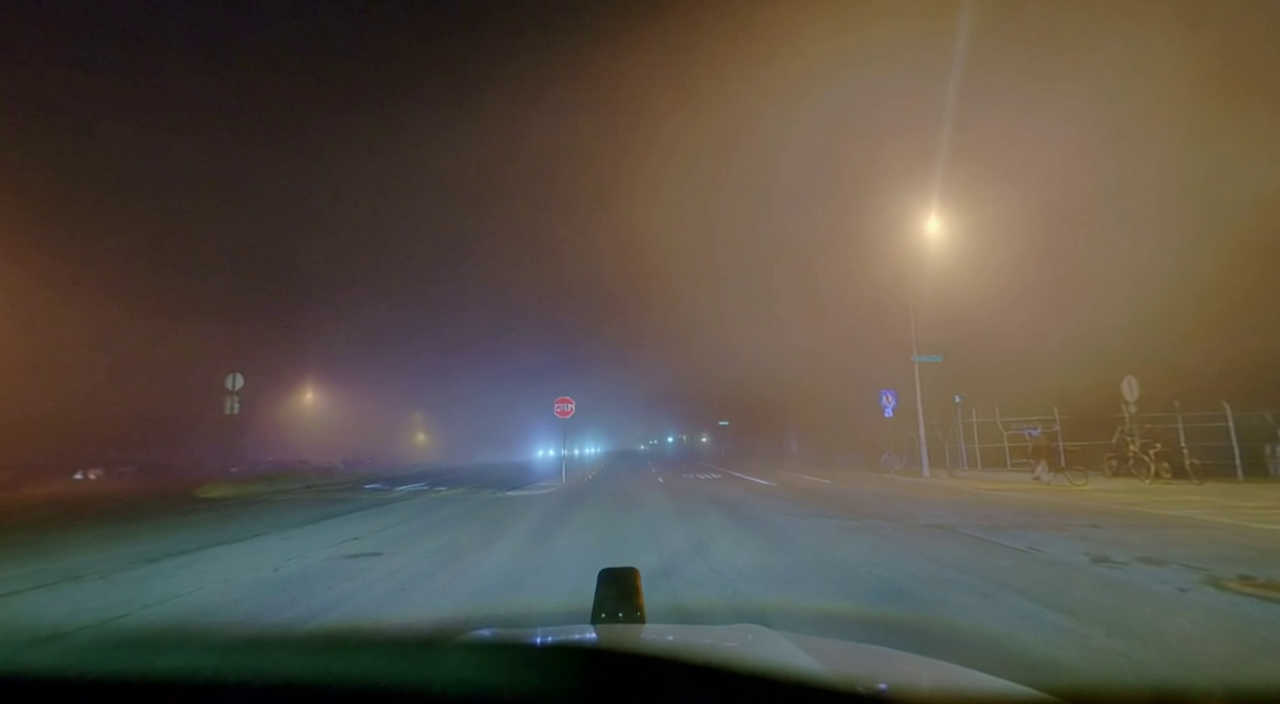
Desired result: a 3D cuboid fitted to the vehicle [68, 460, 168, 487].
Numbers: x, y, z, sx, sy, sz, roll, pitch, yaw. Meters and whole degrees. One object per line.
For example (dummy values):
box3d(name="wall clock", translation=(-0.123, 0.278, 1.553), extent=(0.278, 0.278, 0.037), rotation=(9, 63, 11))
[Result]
box3d(name="vehicle", translation=(-33.556, 7.783, 40.685), extent=(4.569, 1.558, 1.903), rotation=(0, -9, -5))
